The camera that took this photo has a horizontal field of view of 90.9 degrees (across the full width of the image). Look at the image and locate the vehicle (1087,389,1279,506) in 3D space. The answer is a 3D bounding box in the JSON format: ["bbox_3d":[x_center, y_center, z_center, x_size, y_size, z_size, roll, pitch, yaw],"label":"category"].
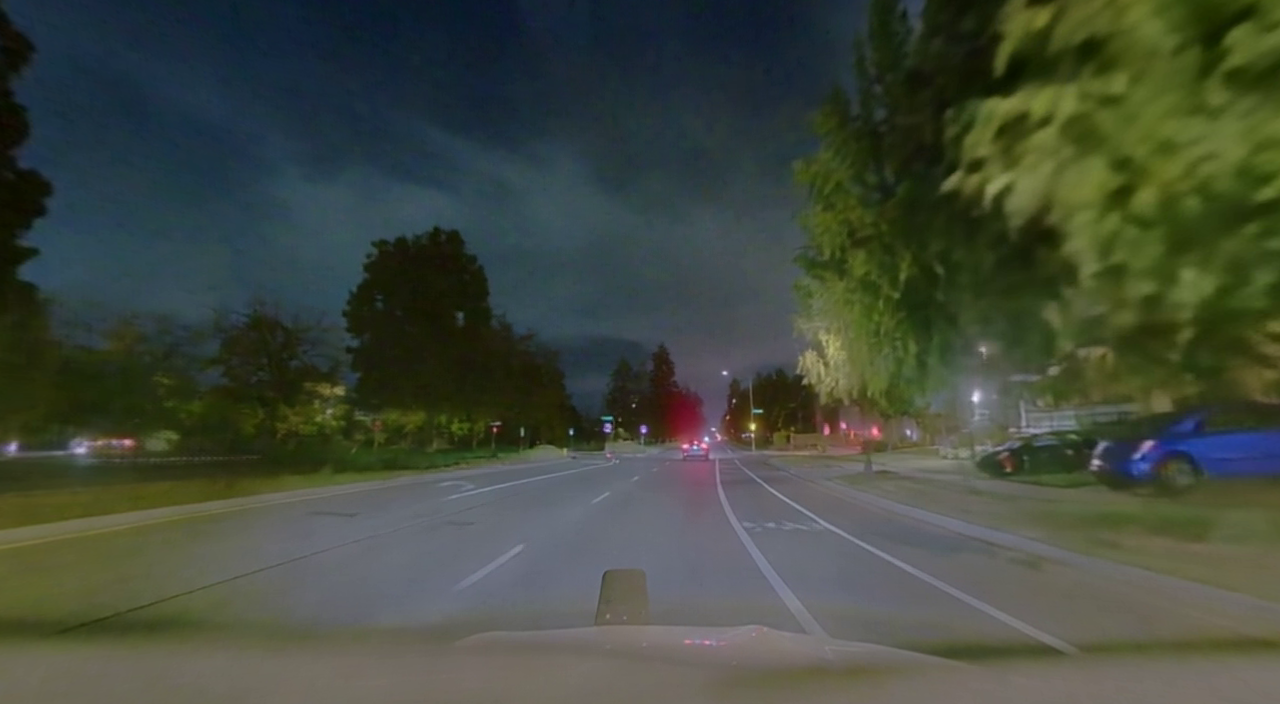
[{"bbox_3d":[11.929,1.841,12.226,4.672,2.044,2.248,-1,-8,4],"label":"vehicle"}]

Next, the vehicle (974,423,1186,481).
[{"bbox_3d":[12.453,2.863,18.144,4.544,1.535,1.921,-1,-8,5],"label":"vehicle"}]
